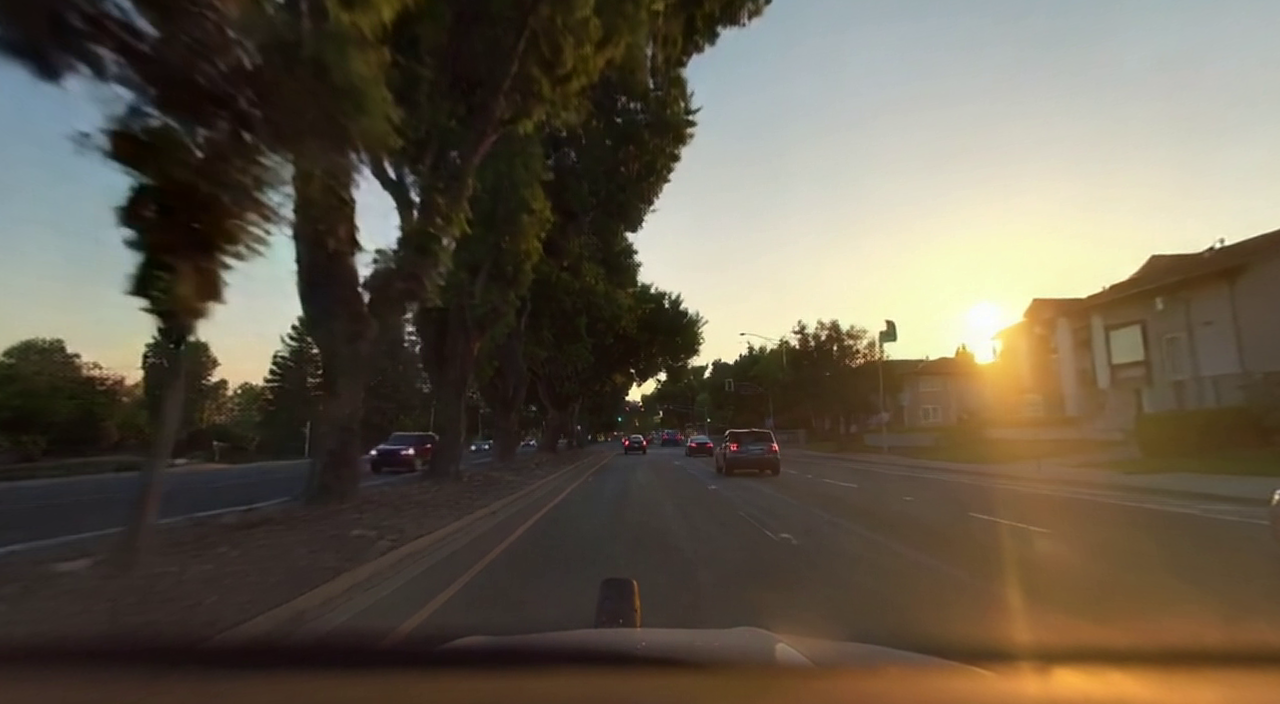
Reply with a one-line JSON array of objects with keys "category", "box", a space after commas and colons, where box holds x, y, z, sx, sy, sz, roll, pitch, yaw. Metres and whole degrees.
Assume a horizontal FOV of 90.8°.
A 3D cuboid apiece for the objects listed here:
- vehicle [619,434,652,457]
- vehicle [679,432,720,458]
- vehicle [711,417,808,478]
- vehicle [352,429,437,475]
[{"category": "vehicle", "box": [-0.293, 5.990, 40.541, 1.988, 1.418, 4.214, 0, -8, -1]}, {"category": "vehicle", "box": [3.599, 5.719, 38.845, 2.064, 1.474, 4.389, 0, -8, -1]}, {"category": "vehicle", "box": [3.876, 3.233, 21.456, 2.209, 1.813, 4.724, 0, -8, -2]}, {"category": "vehicle", "box": [-9.995, 4.096, 26.134, 2.058, 1.716, 4.266, 1, -8, -4]}]
